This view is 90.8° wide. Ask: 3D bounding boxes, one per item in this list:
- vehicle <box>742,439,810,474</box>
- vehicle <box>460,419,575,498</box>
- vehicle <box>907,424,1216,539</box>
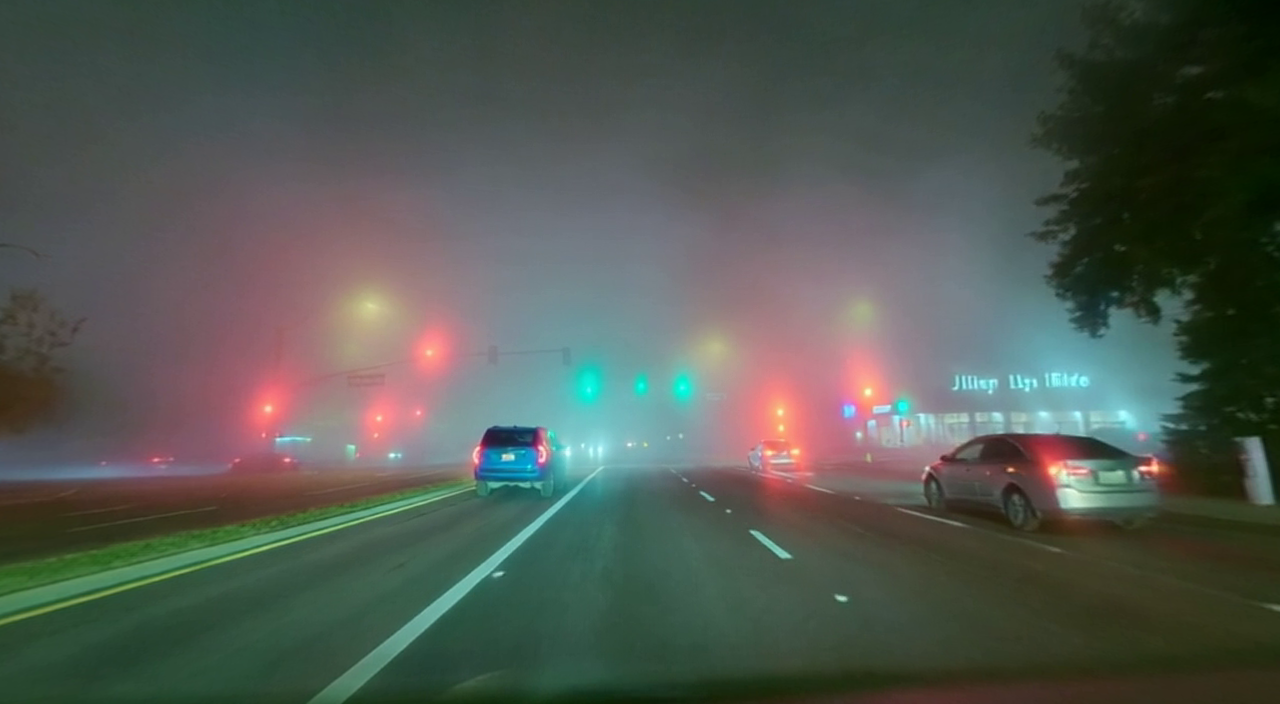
[{"bbox_3d":[6.208,4.824,29.383,1.972,1.476,4.775,0,-8,-2],"label":"vehicle"},{"bbox_3d":[-3.221,2.946,17.862,2.313,1.883,5.016,0,-8,-1],"label":"vehicle"},{"bbox_3d":[6.761,2.121,11.045,2.014,1.539,4.852,0,-8,-1],"label":"vehicle"}]
